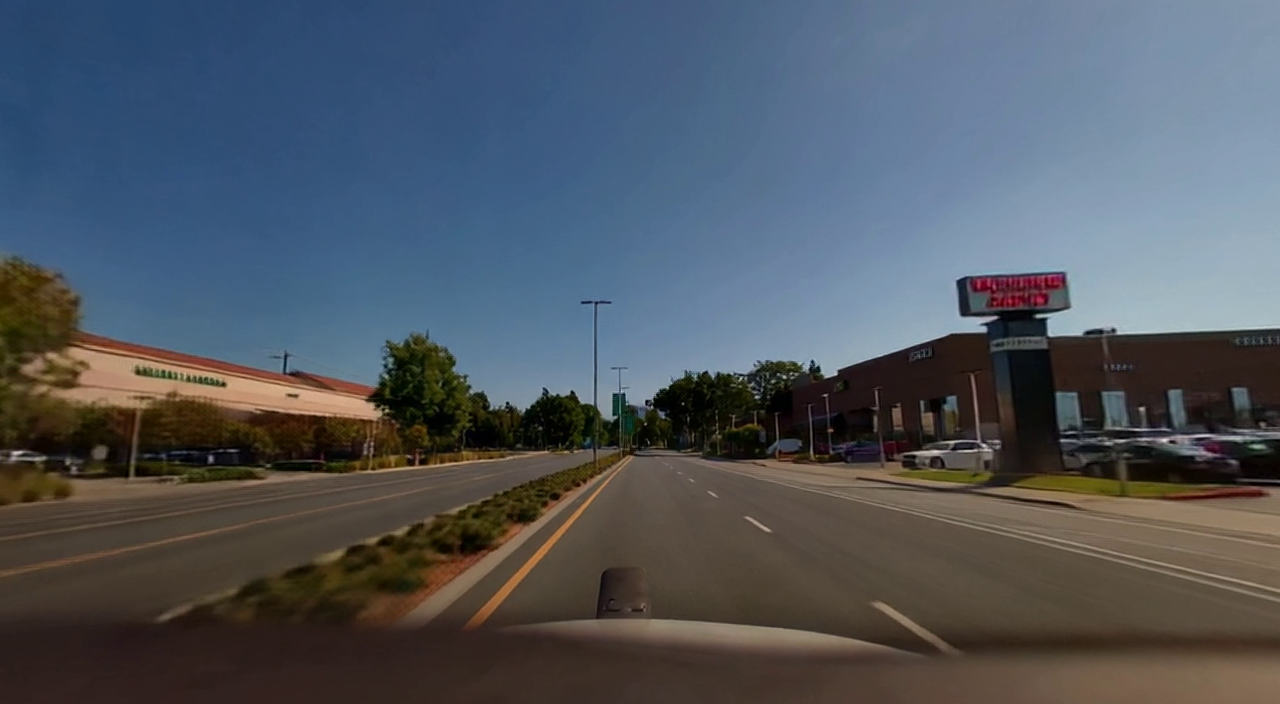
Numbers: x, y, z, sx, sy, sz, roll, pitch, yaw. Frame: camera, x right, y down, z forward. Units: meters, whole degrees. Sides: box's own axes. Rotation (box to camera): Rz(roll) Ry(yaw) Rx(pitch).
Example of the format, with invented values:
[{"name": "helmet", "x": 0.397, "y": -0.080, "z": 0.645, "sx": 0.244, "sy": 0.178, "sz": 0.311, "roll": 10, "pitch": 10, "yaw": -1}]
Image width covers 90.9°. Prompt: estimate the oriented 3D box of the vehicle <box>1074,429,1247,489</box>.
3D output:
[{"name": "vehicle", "x": 16.939, "y": 3.467, "z": 20.865, "sx": 1.882, "sy": 1.699, "sz": 4.367, "roll": -1, "pitch": -8, "yaw": -1}]
